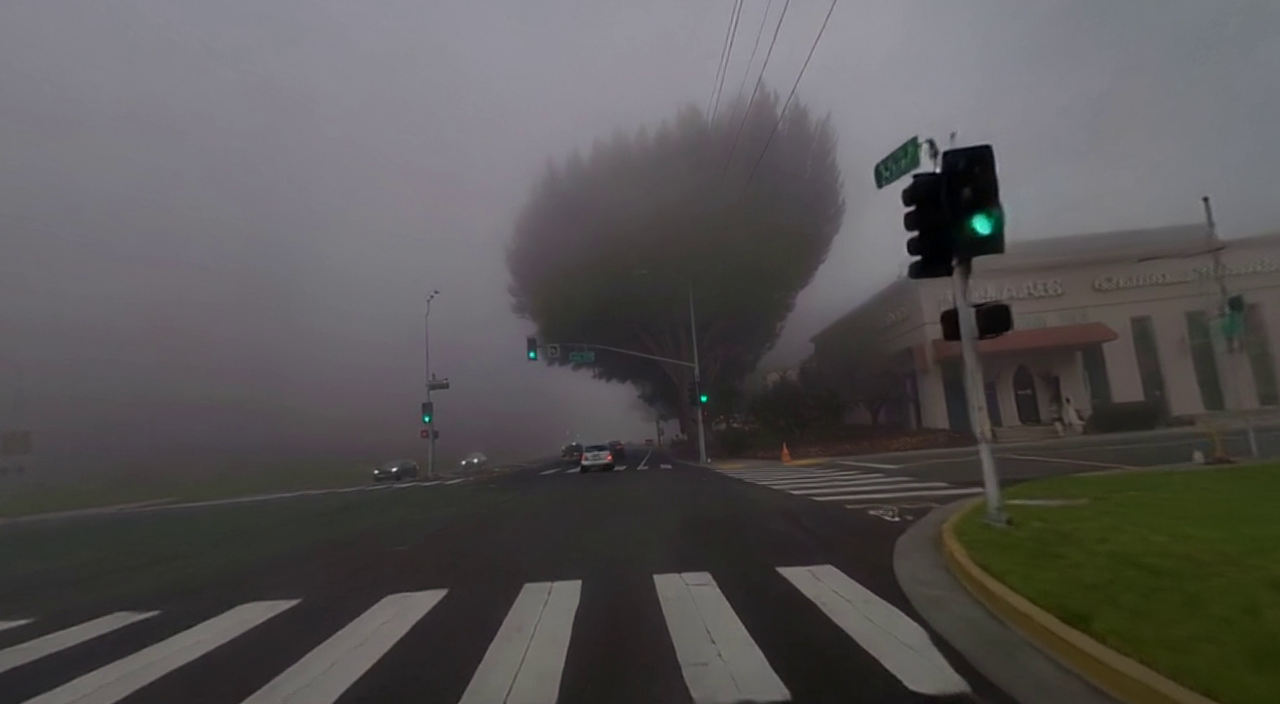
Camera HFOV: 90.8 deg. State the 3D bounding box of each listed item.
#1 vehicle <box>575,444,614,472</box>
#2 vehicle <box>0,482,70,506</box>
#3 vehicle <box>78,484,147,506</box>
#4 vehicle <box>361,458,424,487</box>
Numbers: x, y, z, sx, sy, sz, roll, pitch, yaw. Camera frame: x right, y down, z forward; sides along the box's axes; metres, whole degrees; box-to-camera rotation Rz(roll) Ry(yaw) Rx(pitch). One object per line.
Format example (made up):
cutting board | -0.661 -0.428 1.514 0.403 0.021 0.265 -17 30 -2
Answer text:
vehicle | -2.510 6.012 36.082 2.063 1.474 4.334 0 -8 -2
vehicle | -39.503 9.210 40.974 3.398 1.395 1.633 -2 -10 0
vehicle | -40.501 11.000 48.599 3.543 1.445 1.912 0 -8 -2
vehicle | -14.776 7.184 37.989 1.997 1.480 4.715 0 -9 -2
